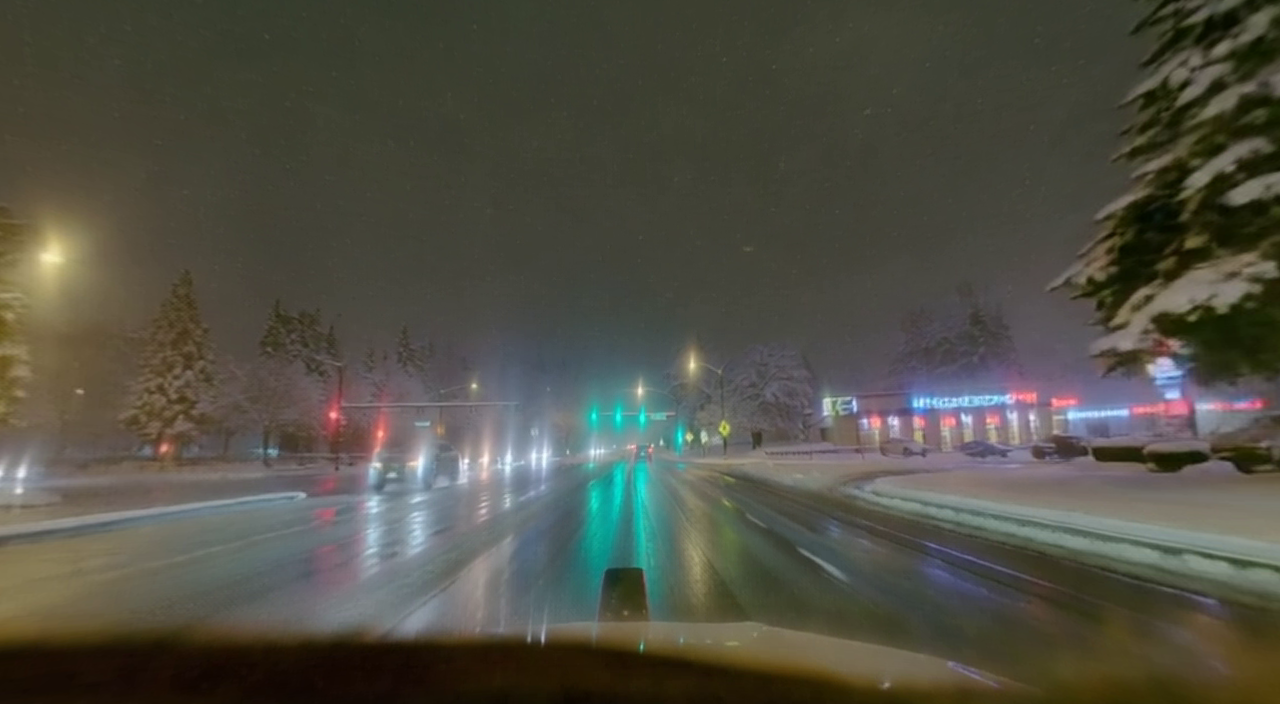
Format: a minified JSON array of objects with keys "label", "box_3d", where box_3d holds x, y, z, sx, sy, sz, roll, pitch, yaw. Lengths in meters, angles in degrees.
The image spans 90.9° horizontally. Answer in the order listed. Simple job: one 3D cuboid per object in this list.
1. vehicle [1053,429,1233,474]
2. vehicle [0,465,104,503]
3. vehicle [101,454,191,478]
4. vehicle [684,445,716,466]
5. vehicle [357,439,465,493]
[{"label":"vehicle","box_3d":[16.877,3.360,21.375,1.796,1.351,4.358,6,-11,-36]},{"label":"vehicle","box_3d":[-27.222,5.908,28.424,4.805,1.537,1.936,-2,-9,11]},{"label":"vehicle","box_3d":[-34.217,7.883,43.735,4.520,1.524,2.075,0,-8,1]},{"label":"vehicle","box_3d":[4.460,7.795,47.588,1.913,1.463,4.198,0,-8,-1]},{"label":"vehicle","box_3d":[-7.878,3.947,22.280,2.231,1.650,5.052,0,-8,-4]}]
